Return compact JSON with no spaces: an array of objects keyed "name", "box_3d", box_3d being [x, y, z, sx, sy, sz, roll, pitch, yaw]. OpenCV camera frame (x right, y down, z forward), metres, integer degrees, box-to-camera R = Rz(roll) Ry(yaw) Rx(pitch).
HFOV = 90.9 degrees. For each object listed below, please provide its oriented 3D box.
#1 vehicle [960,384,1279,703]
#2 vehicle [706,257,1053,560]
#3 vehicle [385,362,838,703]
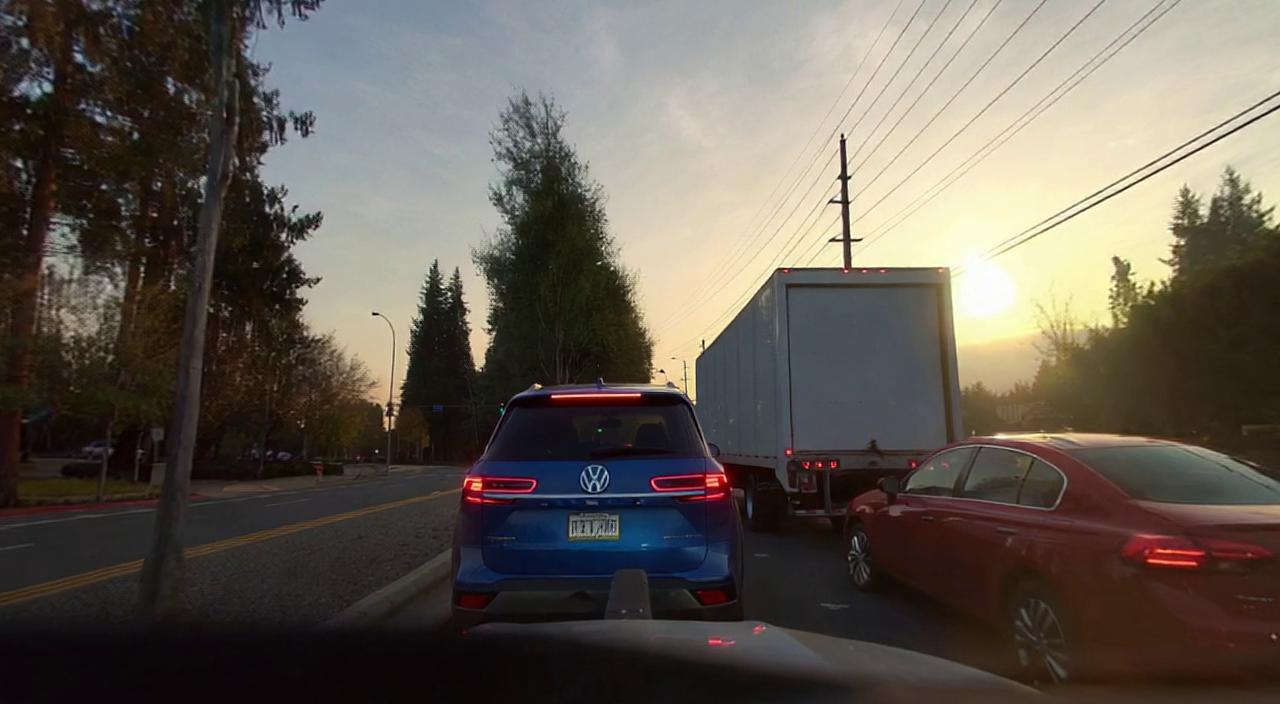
[{"name":"vehicle","box_3d":[2.827,0.746,1.191,1.971,1.484,4.728,0,-8,0]},{"name":"vehicle","box_3d":[3.222,1.249,11.825,2.915,3.559,8.848,0,-8,-1]},{"name":"vehicle","box_3d":[-0.129,1.222,5.137,2.114,1.732,4.230,0,-8,0]}]
